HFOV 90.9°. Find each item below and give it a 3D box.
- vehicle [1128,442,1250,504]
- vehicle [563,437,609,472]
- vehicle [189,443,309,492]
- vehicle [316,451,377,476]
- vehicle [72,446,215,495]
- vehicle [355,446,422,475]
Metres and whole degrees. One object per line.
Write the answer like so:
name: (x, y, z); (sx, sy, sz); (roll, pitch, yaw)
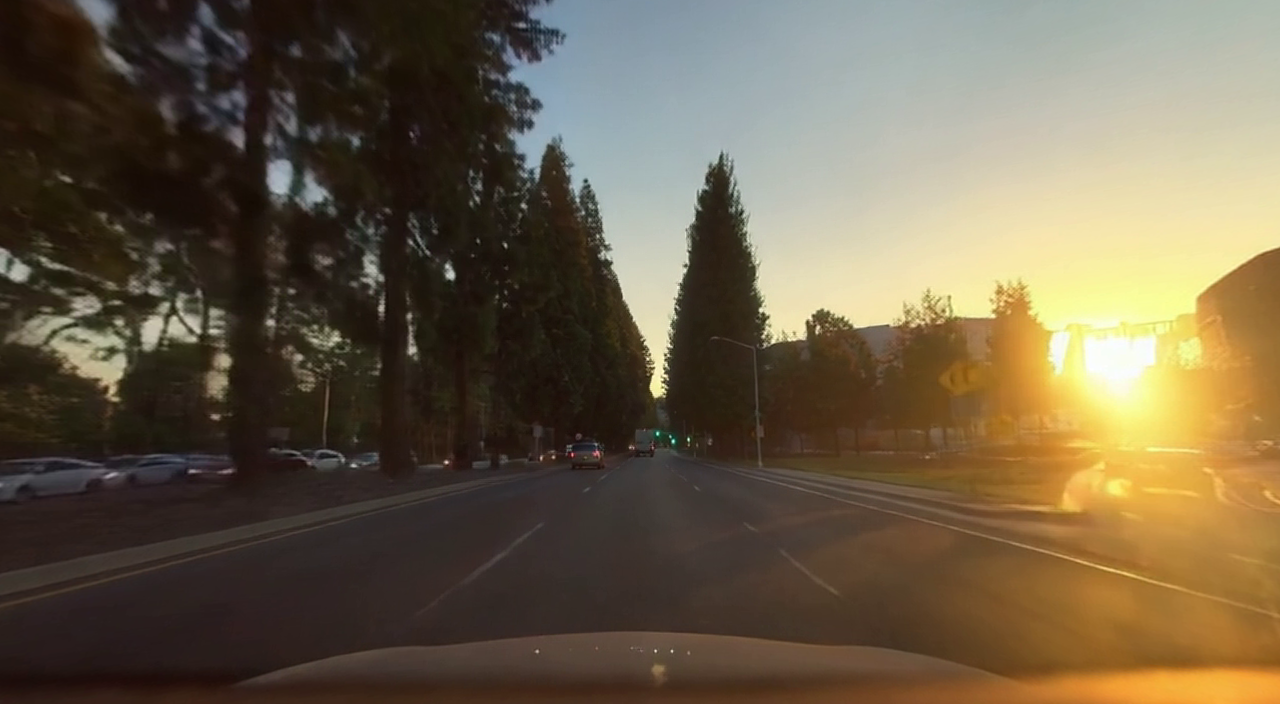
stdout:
vehicle: (17.738, 3.864, 20.654); (2.280, 1.757, 4.572); (-6, -10, 33)
vehicle: (-3.158, 6.197, 38.156); (2.255, 1.940, 4.822); (0, -9, 1)
vehicle: (-16.003, 4.710, 26.166); (2.182, 1.790, 4.713); (0, -9, -4)
vehicle: (-19.771, 7.534, 42.711); (1.880, 1.543, 4.487); (-1, -9, 1)
vehicle: (-20.094, 4.816, 25.841); (2.036, 1.770, 4.623); (1, -10, 0)
vehicle: (-16.543, 7.136, 41.723); (2.225, 1.719, 4.915); (-1, -9, 2)
